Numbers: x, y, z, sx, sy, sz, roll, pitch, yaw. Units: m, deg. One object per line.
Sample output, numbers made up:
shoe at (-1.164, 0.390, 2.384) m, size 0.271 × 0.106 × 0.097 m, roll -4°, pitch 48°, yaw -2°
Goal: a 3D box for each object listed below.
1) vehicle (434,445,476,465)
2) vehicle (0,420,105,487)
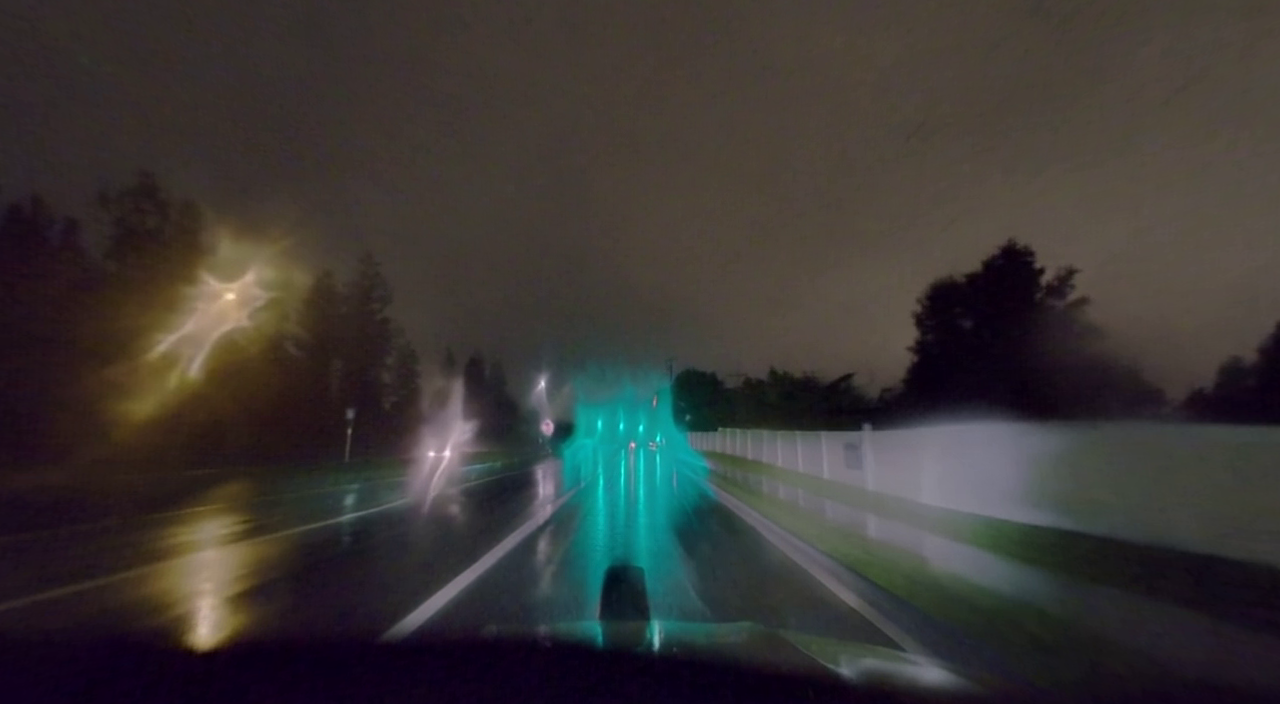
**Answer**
vehicle at (-14.549, 8.124, 49.806) m, size 1.907 × 1.487 × 4.725 m, roll 0°, pitch -8°, yaw 0°
vehicle at (-39.728, 6.540, 41.326) m, size 3.010 × 3.986 × 7.202 m, roll 0°, pitch -8°, yaw -5°
